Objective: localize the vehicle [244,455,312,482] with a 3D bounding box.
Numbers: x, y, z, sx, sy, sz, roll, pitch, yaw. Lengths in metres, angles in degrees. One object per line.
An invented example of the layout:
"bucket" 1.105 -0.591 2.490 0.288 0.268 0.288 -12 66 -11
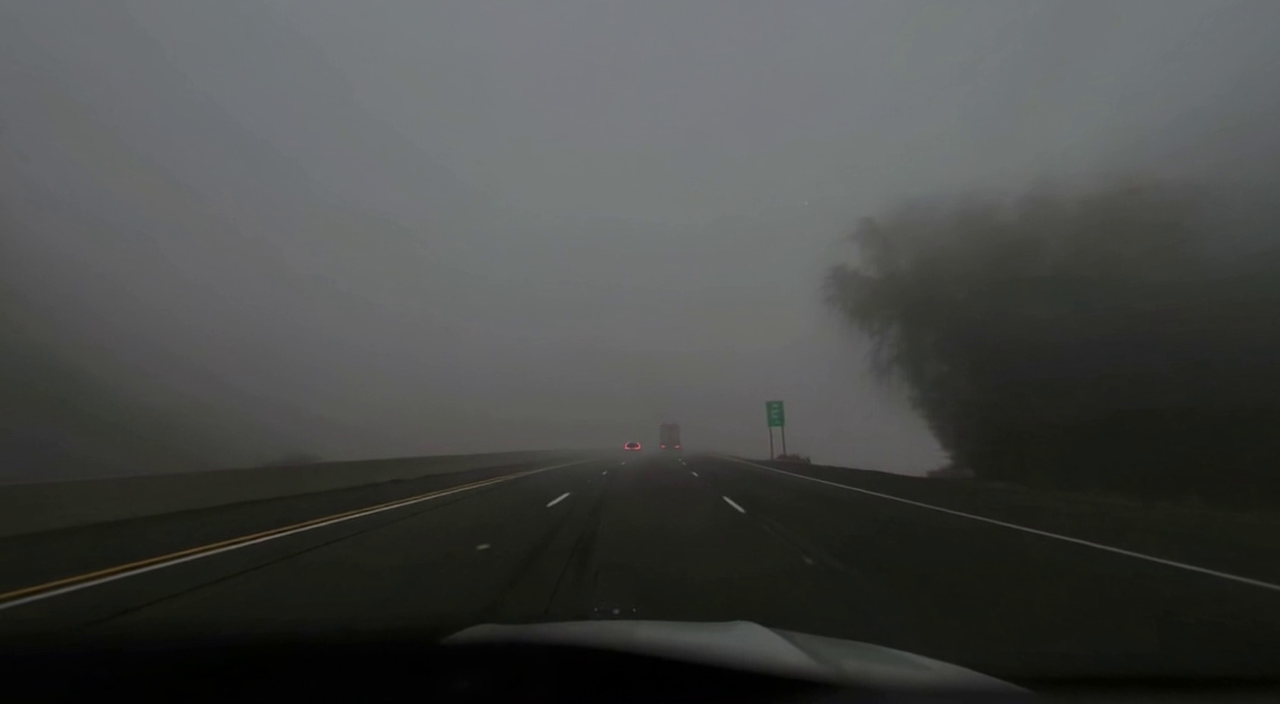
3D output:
"vehicle" -22.120 7.088 38.633 1.724 1.445 3.887 -1 -8 3
